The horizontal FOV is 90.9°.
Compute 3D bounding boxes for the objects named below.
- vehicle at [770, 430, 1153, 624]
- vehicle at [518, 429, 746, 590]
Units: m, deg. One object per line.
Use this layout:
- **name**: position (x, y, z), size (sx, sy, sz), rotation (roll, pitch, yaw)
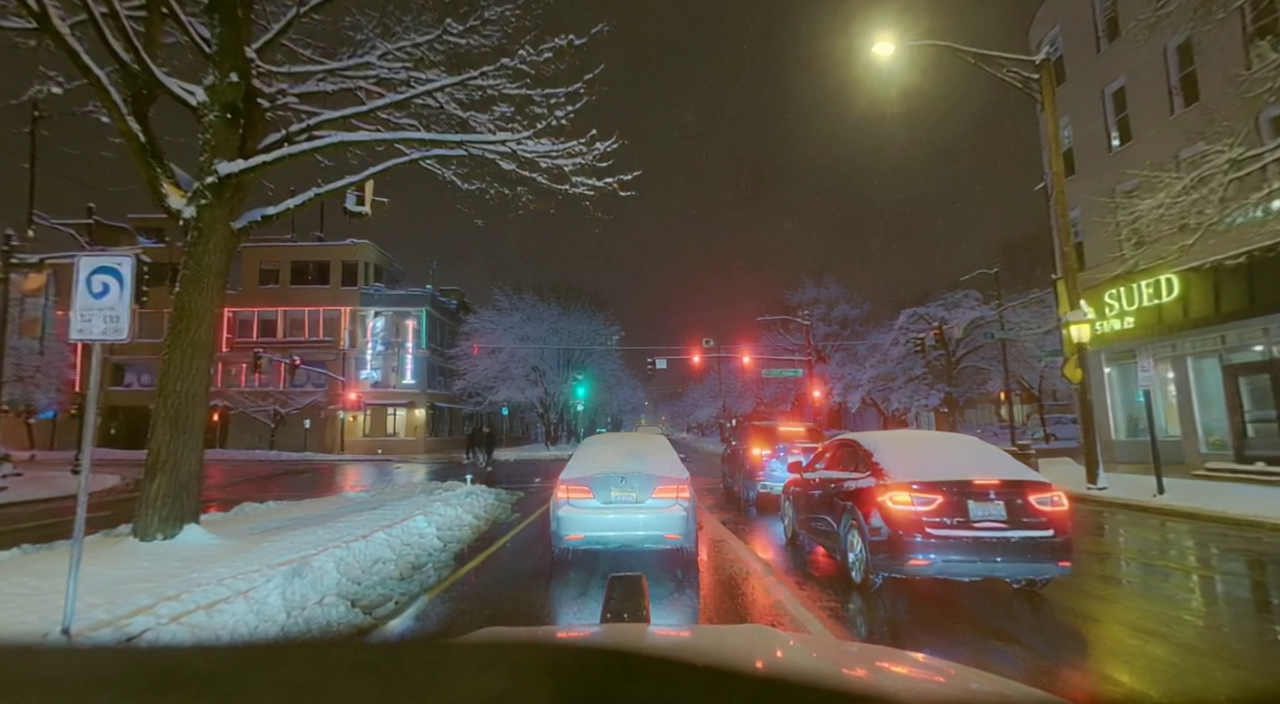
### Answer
- **vehicle**: position (2.906, 1.650, 6.997), size (1.893, 1.446, 4.270), rotation (0, -8, -2)
- **vehicle**: position (-0.091, 1.758, 7.933), size (2.087, 1.456, 4.143), rotation (0, -8, 0)
